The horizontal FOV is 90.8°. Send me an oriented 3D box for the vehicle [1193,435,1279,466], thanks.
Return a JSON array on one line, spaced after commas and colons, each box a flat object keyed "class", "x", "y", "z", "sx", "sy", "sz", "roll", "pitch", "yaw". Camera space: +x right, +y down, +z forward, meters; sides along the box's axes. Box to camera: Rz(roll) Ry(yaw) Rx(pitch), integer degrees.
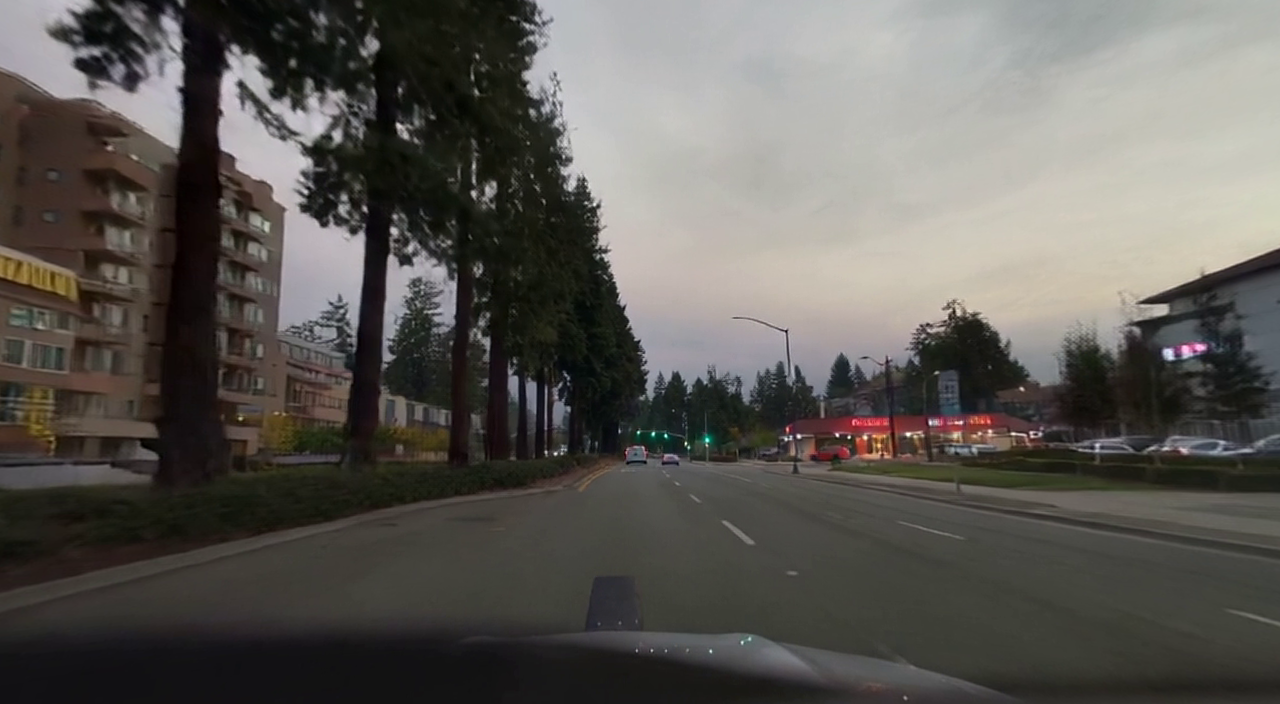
[{"class": "vehicle", "x": 34.499, "y": 5.503, "z": 35.307, "sx": 2.054, "sy": 1.684, "sz": 4.845, "roll": 6, "pitch": -10, "yaw": -33}]
